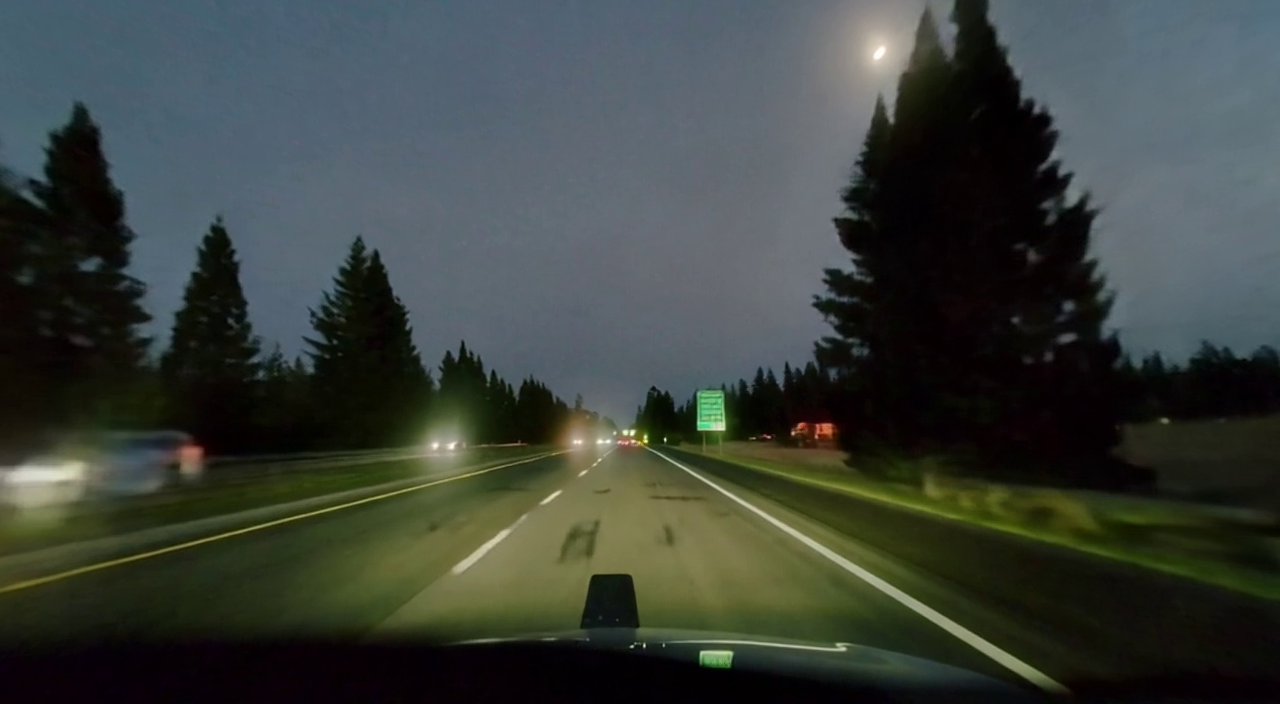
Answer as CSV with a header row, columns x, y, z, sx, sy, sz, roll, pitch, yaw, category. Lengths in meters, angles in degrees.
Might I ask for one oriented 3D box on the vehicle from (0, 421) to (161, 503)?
x,y,z,sx,sy,sz,roll,pitch,yaw,category
-13.391,2.414,14.297,1.837,1.574,4.094,0,-8,-1,vehicle
